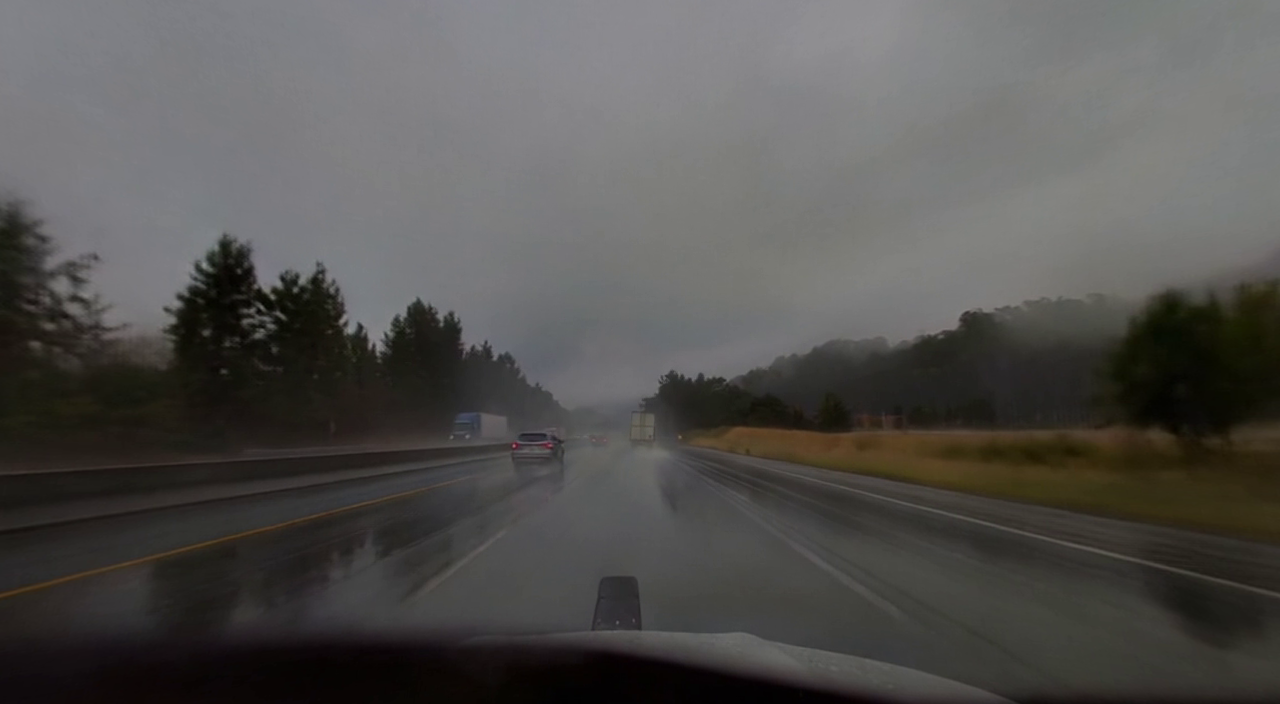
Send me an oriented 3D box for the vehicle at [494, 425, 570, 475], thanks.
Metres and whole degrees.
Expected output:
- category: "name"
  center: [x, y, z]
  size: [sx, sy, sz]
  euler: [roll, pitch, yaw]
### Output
- category: "vehicle"
  center: [-3.849, 3.583, 23.258]
  size: [2.045, 1.655, 4.301]
  euler: [0, -8, 0]
